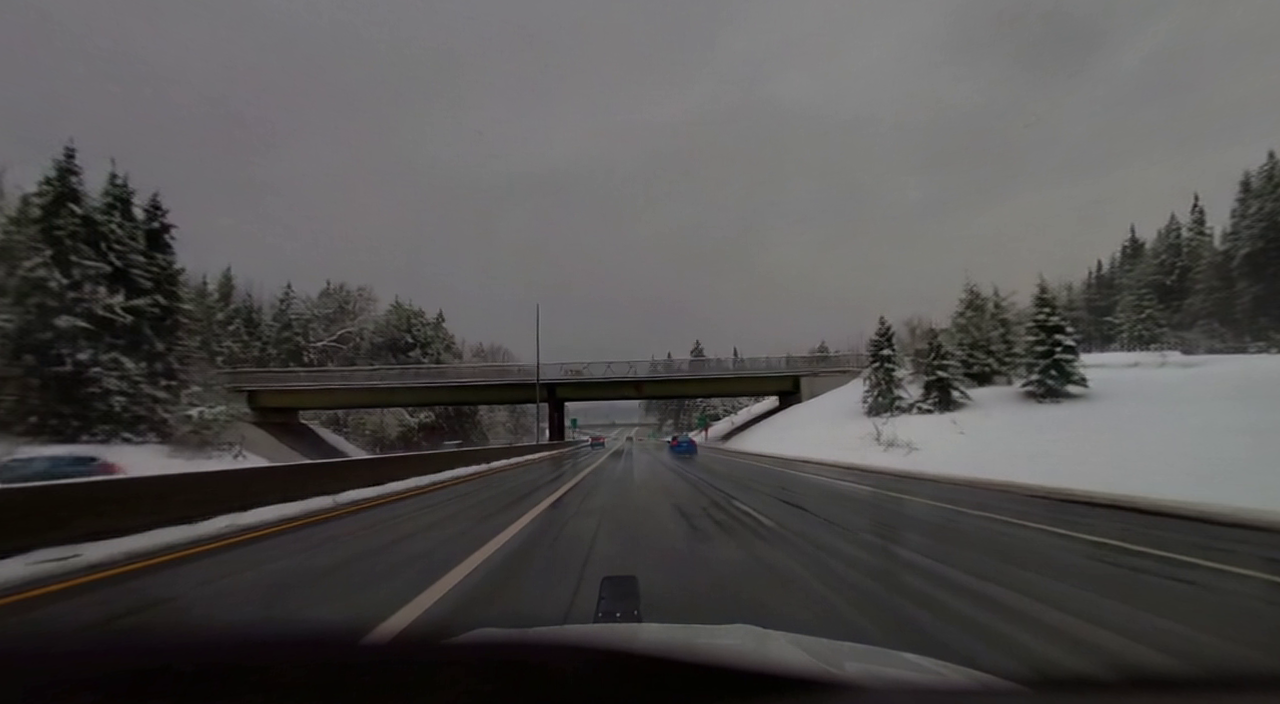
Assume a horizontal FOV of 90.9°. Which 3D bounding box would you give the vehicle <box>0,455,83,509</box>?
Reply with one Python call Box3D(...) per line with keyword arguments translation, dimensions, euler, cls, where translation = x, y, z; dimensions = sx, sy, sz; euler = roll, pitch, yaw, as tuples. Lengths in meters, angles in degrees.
Box3D(translation=(-20.996, 4.283, 20.923), dimensions=(1.749, 1.567, 3.519), euler=(0, -8, -1), cls="vehicle")
